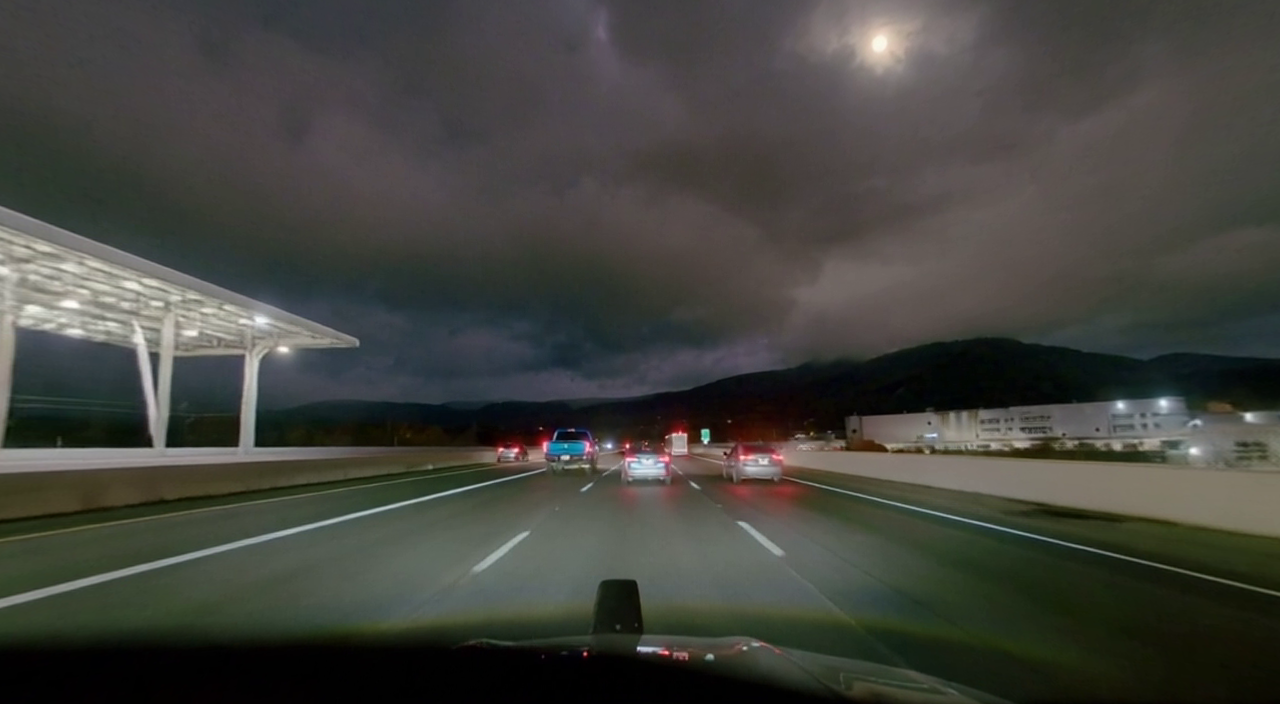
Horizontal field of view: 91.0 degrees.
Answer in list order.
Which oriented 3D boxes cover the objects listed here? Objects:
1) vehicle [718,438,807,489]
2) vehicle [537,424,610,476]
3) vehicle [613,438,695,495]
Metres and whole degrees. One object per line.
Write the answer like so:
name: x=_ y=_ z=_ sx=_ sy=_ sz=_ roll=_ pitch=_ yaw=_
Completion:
vehicle: x=3.996 y=3.724 z=21.392 sx=2.023 sy=1.510 sz=4.773 roll=0 pitch=-8 yaw=-1
vehicle: x=-3.038 y=4.745 z=30.764 sx=2.733 sy=2.230 sz=6.820 roll=0 pitch=-8 yaw=1
vehicle: x=0.353 y=3.356 z=18.875 sx=2.171 sy=1.493 sz=4.081 roll=0 pitch=-8 yaw=-1
